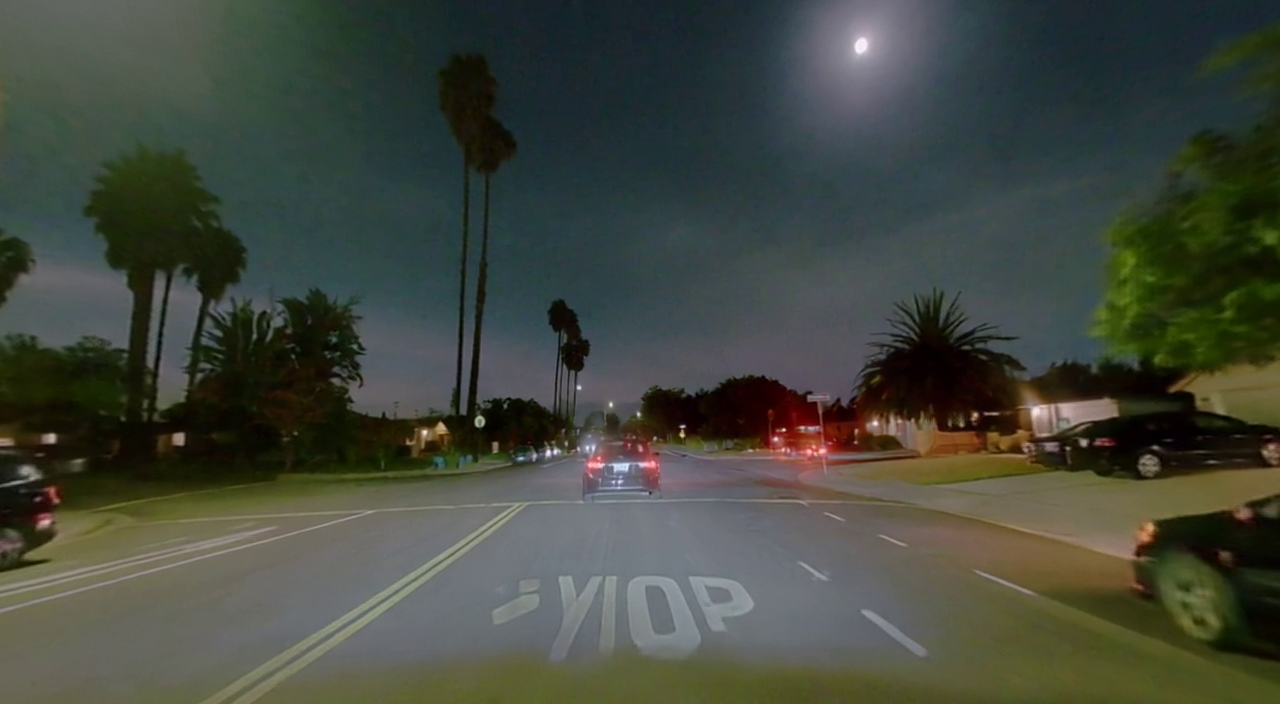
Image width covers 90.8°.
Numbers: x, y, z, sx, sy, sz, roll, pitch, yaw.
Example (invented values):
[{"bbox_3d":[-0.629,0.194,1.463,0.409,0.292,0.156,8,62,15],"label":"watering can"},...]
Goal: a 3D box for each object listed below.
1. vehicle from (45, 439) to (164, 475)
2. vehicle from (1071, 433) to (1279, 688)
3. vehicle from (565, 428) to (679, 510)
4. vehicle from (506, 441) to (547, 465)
[{"bbox_3d":[-29.497,5.767,35.044,1.918,1.821,4.769,-2,-9,10],"label":"vehicle"},{"bbox_3d":[4.829,1.113,2.891,2.013,1.501,5.235,0,-9,0],"label":"vehicle"},{"bbox_3d":[-0.373,2.470,13.745,2.098,1.483,4.099,0,-9,-1],"label":"vehicle"},{"bbox_3d":[-8.192,7.312,46.056,2.069,1.441,4.368,-3,-7,1],"label":"vehicle"}]
